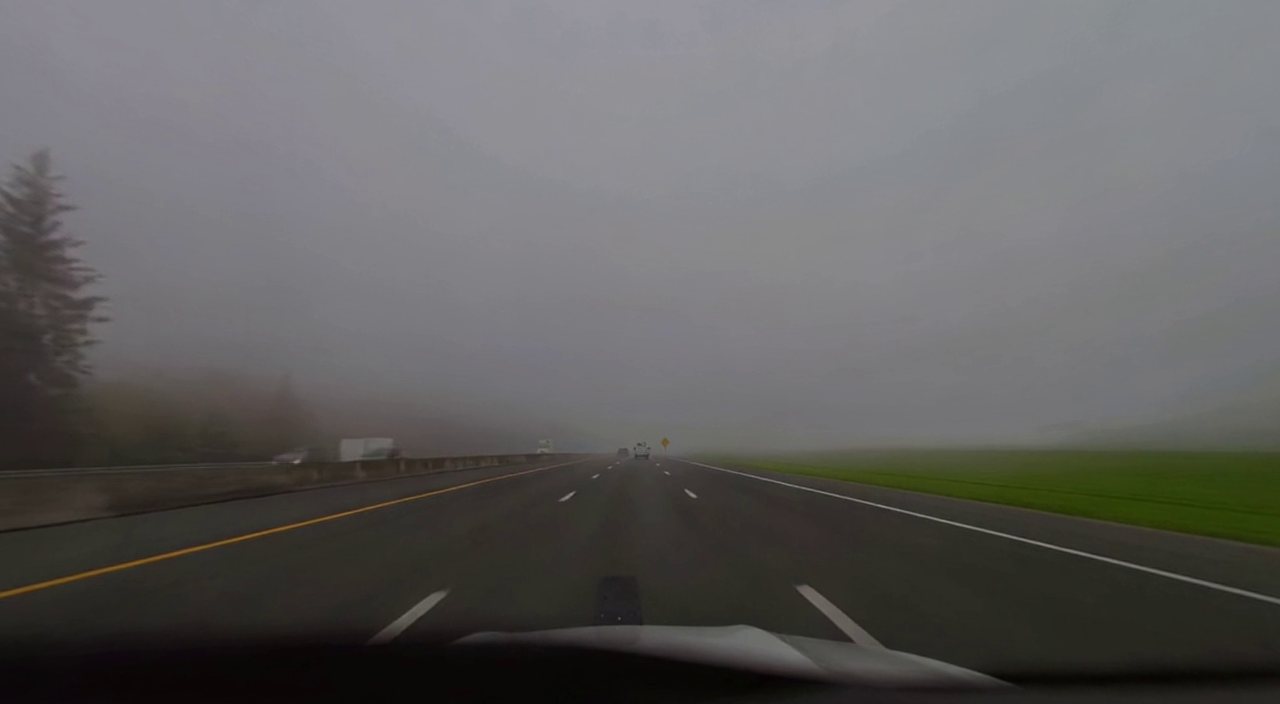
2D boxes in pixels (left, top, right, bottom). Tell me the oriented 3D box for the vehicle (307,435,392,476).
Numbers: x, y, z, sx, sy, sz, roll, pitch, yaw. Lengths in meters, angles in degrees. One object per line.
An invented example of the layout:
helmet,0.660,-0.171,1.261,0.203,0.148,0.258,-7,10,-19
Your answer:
vehicle,-19.878,7.139,43.475,2.629,2.571,6.663,0,-9,0

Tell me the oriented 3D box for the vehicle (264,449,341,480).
vehicle,-19.792,6.586,37.079,2.114,1.661,4.377,0,-9,0
